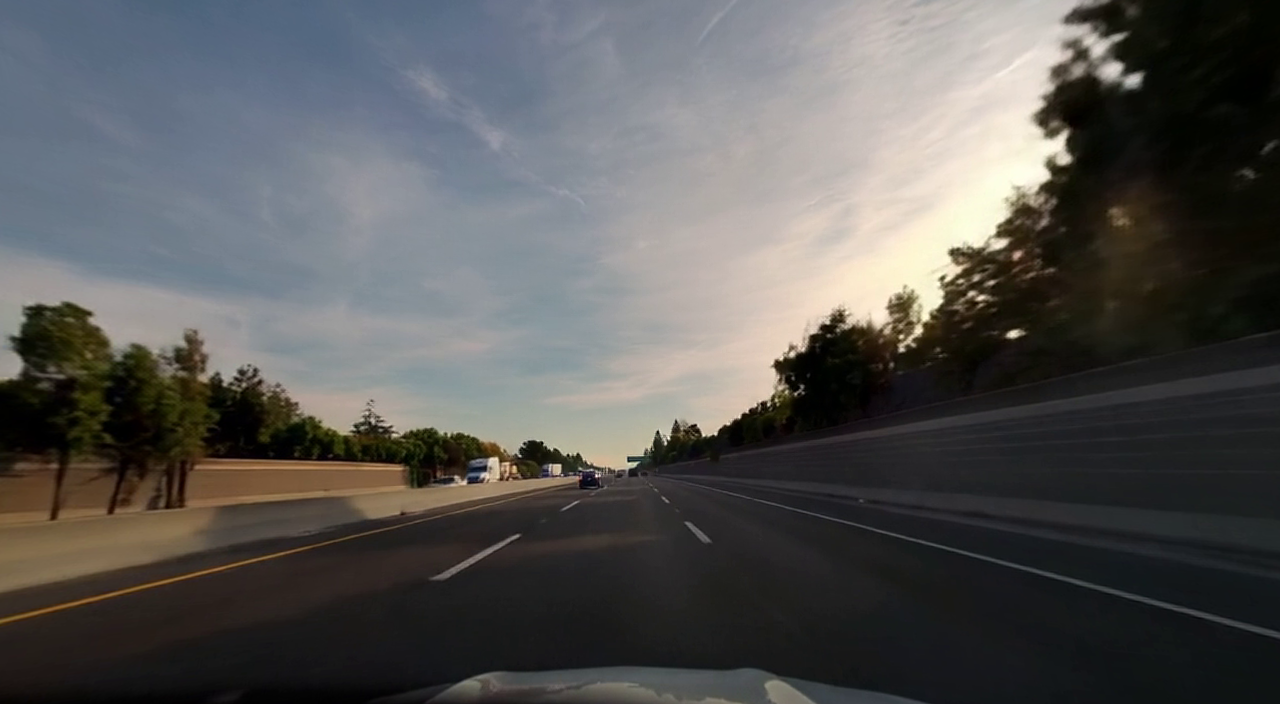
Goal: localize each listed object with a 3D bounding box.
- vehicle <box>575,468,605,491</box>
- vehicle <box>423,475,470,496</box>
[{"bbox_3d":[-3.582,9.212,45.639,1.863,1.486,3.852,1,-10,-1],"label":"vehicle"},{"bbox_3d":[-14.851,10.296,48.688,2.025,1.444,4.483,0,-10,2],"label":"vehicle"}]
